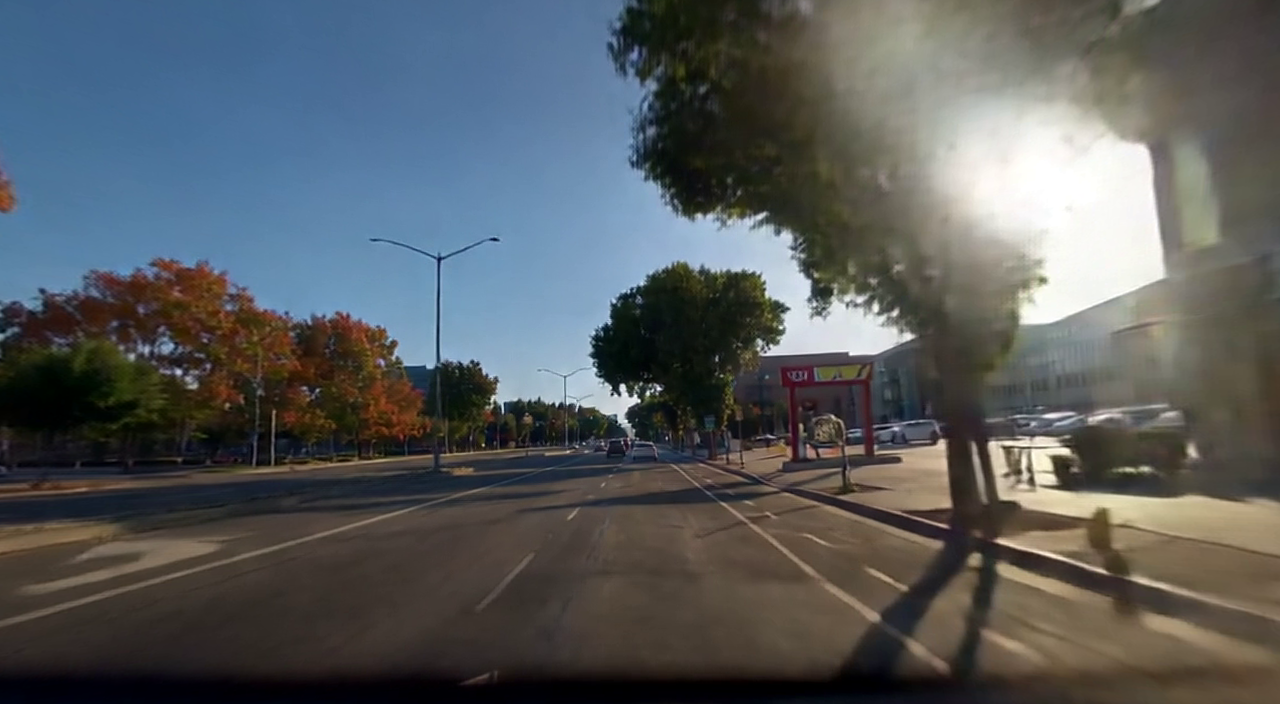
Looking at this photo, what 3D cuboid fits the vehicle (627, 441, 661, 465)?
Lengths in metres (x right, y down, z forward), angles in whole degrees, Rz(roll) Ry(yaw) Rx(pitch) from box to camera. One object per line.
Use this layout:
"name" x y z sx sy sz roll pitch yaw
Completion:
"vehicle" 0.202 6.567 41.219 2.115 1.461 3.976 0 -8 -1
